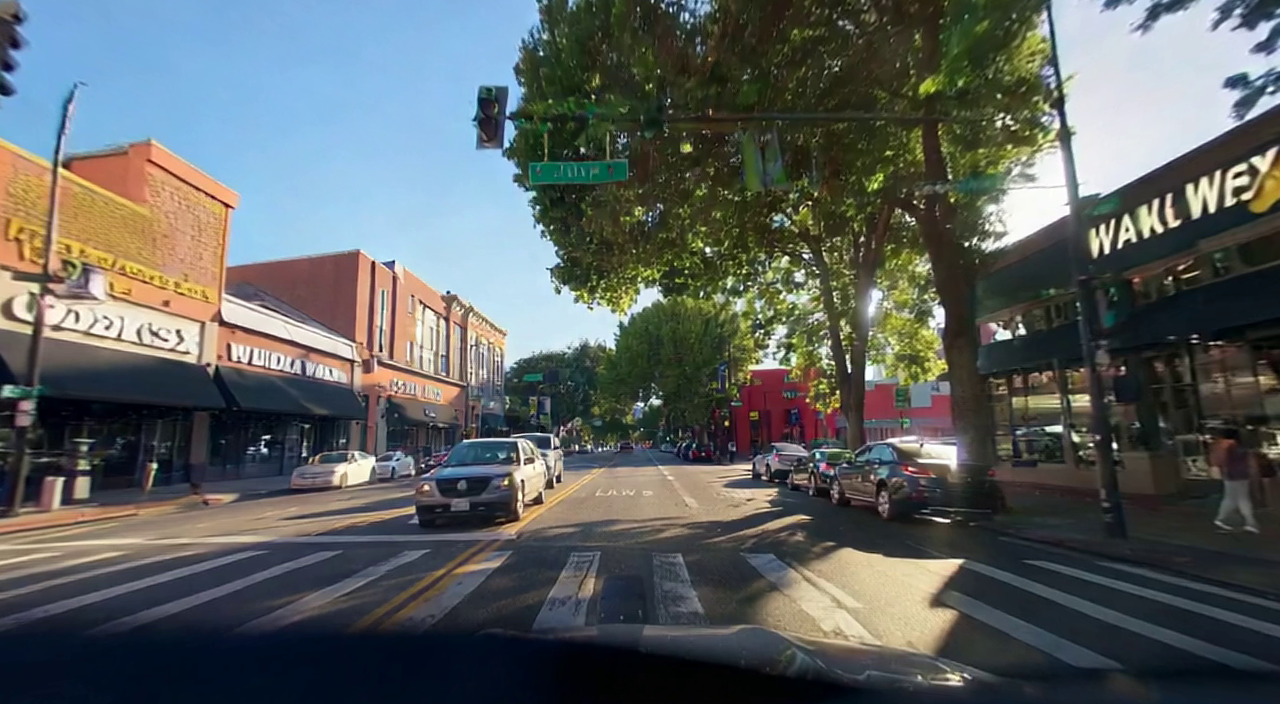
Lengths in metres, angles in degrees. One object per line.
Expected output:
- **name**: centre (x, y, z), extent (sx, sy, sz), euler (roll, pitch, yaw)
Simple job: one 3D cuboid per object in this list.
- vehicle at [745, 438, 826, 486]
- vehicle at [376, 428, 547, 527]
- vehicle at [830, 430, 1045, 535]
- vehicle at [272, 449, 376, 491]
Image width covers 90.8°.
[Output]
- **vehicle**: centre (5.982, 4.554, 26.583), extent (2.150, 1.805, 4.870), euler (0, -8, -1)
- **vehicle**: centre (-3.133, 2.303, 12.166), extent (2.013, 1.527, 4.335), euler (0, -8, 0)
- **vehicle**: centre (5.893, 2.616, 13.379), extent (2.116, 1.780, 4.682), euler (0, -8, -2)
- **vehicle**: centre (-12.555, 4.682, 25.423), extent (1.973, 1.528, 4.037), euler (-1, -8, 2)
